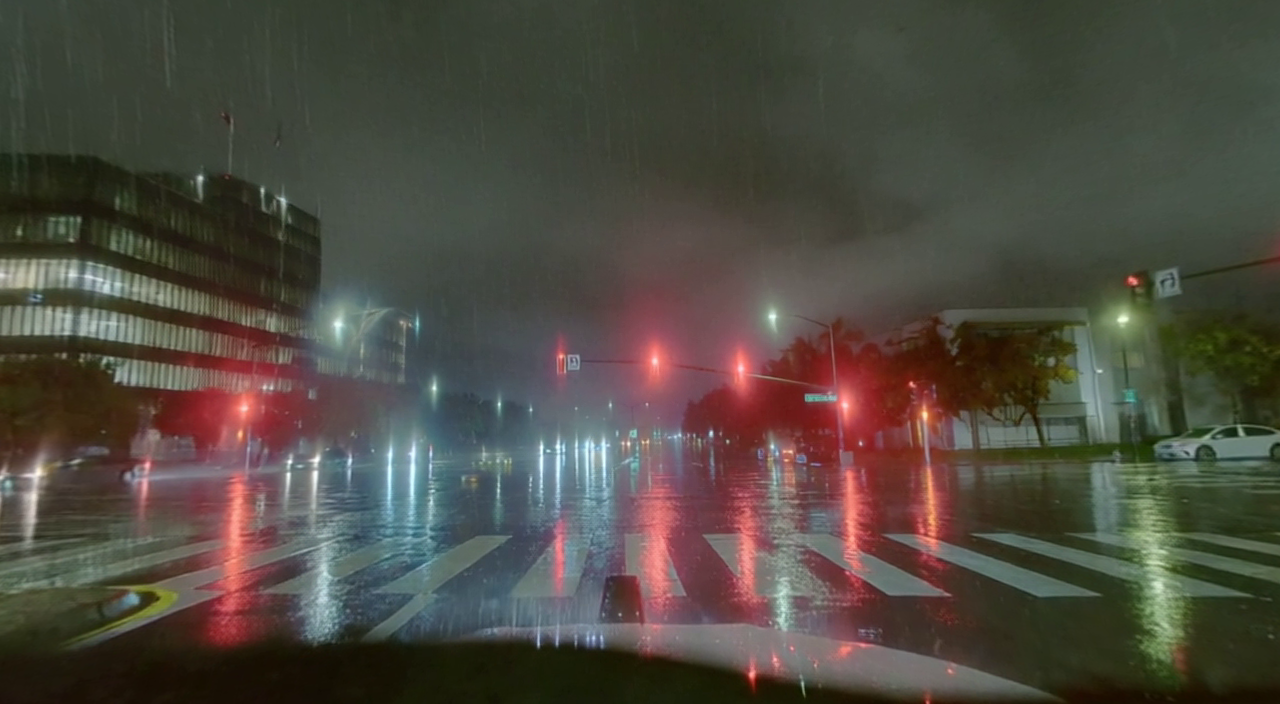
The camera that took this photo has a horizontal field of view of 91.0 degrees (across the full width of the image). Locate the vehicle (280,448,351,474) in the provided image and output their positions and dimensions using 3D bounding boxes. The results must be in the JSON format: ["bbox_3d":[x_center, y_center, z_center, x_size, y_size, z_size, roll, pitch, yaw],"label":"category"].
[{"bbox_3d":[-21.683,7.296,42.297,1.929,1.619,4.577,-1,-9,6],"label":"vehicle"}]

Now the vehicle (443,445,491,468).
[{"bbox_3d":[-11.657,7.066,42.691,1.911,1.476,4.297,-1,-9,2],"label":"vehicle"}]

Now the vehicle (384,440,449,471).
[{"bbox_3d":[-15.160,7.036,43.147,2.340,1.946,5.450,0,-9,2],"label":"vehicle"}]

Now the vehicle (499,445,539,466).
[{"bbox_3d":[-8.116,7.004,42.609,1.910,1.321,3.692,0,-9,1],"label":"vehicle"}]

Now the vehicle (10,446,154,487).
[{"bbox_3d":[-27.390,5.555,31.045,2.032,1.839,4.884,-7,-11,39],"label":"vehicle"}]

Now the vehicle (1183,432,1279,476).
[{"bbox_3d":[22.304,3.583,22.248,4.474,1.477,1.908,0,-9,-3],"label":"vehicle"}]

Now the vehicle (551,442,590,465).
[{"bbox_3d":[-4.551,6.722,41.679,1.954,1.431,4.050,0,-9,2],"label":"vehicle"}]
